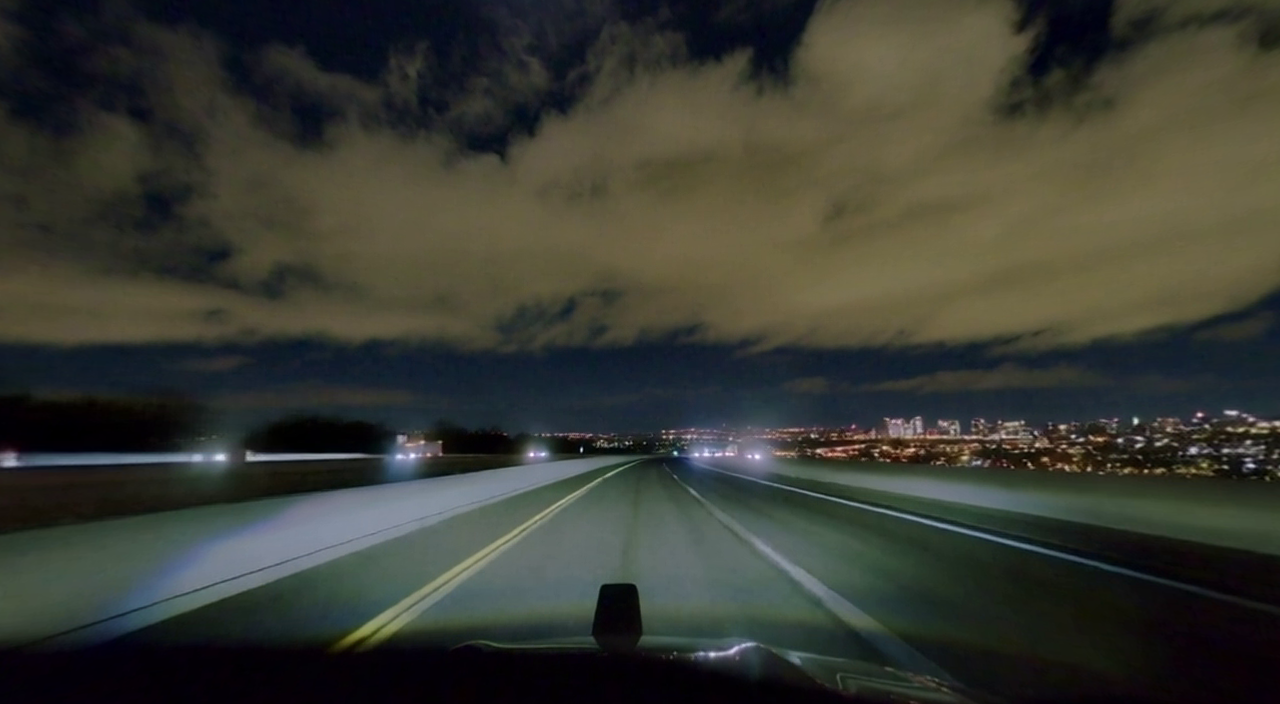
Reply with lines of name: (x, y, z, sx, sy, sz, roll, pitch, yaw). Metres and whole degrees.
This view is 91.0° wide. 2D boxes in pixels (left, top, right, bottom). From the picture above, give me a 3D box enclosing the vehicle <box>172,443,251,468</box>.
vehicle: (-31.846, 7.710, 47.016, 2.167, 1.681, 5.717, 0, -9, -4)
